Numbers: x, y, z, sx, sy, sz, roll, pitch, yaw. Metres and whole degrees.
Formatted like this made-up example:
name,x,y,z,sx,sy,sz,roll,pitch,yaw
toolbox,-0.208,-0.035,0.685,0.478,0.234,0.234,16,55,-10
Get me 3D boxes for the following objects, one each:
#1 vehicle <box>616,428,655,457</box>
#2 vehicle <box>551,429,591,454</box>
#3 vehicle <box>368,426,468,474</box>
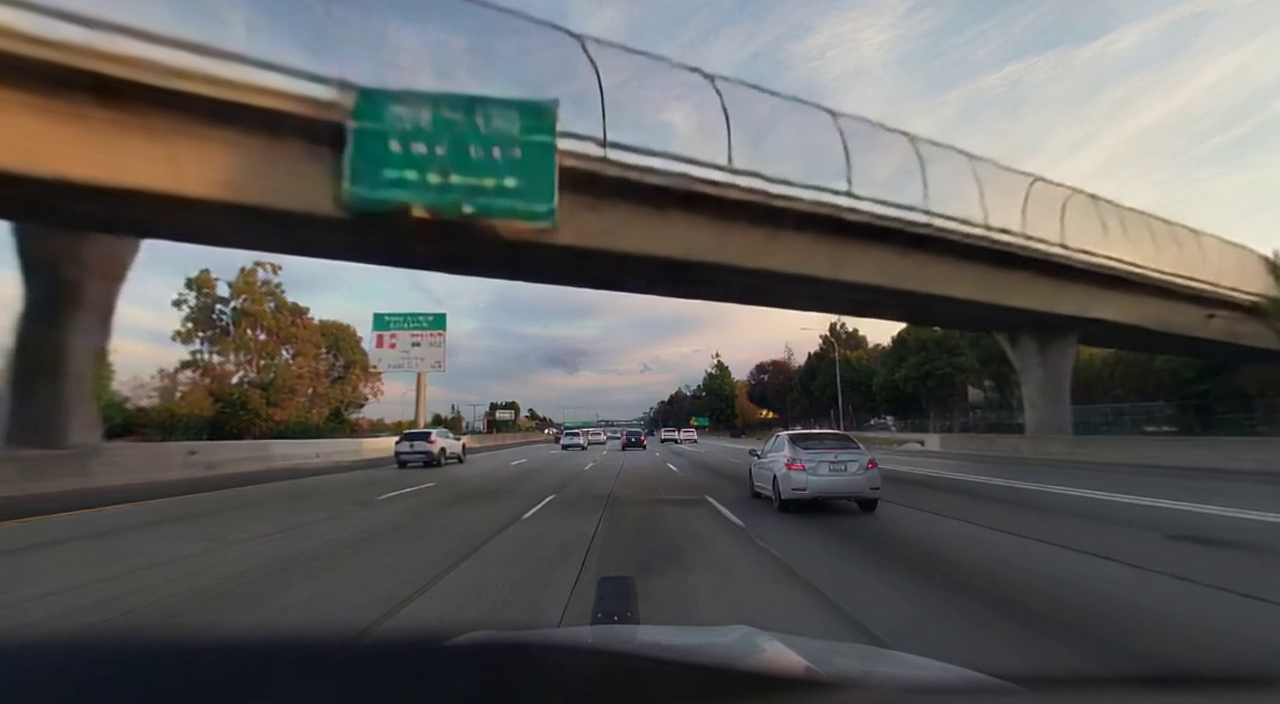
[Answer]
name,x,y,z,sx,sy,sz,roll,pitch,yaw
vehicle,-0.288,5.574,39.051,2.240,1.646,4.949,0,-8,-1
vehicle,-4.299,5.693,40.105,2.103,1.512,4.155,0,-8,0
vehicle,-7.789,3.473,22.608,2.009,1.537,4.449,0,-8,0
